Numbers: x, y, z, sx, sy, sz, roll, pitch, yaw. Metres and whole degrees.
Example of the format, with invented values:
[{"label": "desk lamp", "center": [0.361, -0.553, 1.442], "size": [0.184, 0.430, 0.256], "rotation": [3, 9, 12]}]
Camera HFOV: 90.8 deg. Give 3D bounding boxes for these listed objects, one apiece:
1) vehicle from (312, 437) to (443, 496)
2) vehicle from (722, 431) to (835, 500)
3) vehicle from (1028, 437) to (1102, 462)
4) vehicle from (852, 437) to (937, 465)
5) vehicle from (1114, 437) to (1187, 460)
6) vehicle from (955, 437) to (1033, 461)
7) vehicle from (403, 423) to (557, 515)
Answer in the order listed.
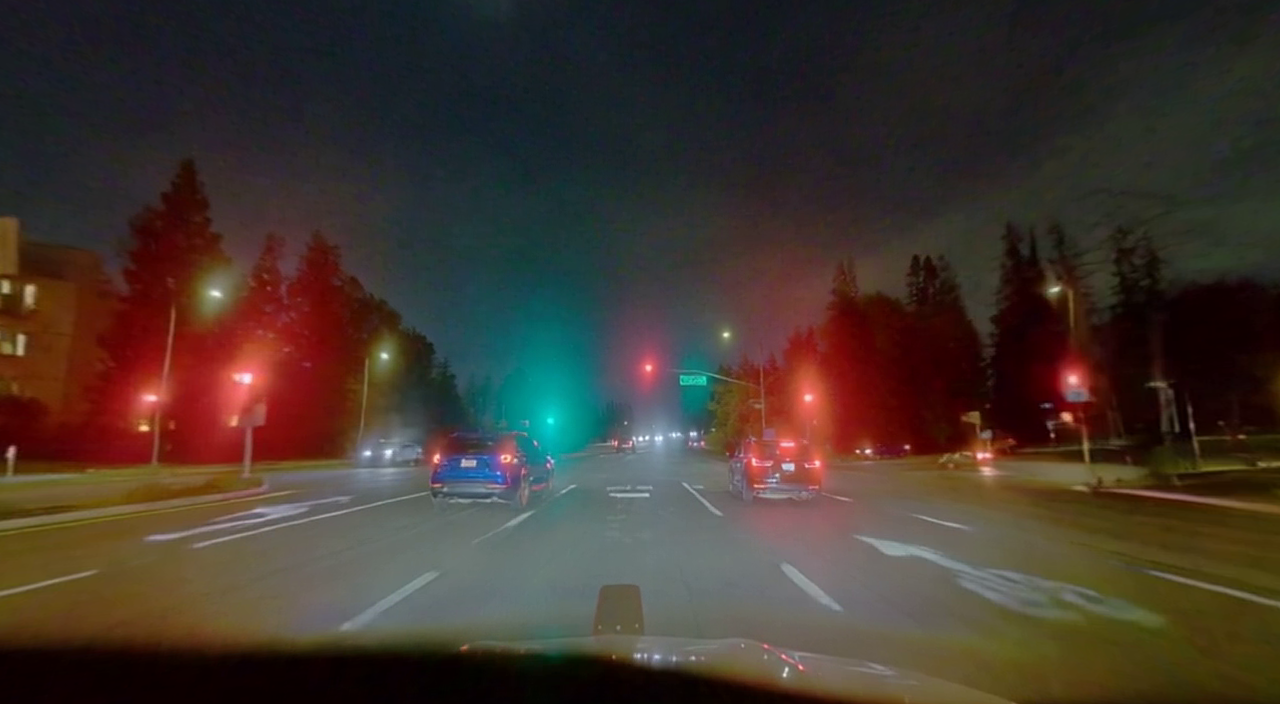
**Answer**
[{"label": "vehicle", "center": [-7.413, 3.260, 18.418], "size": [1.999, 1.465, 4.640], "rotation": [0, -8, -2]}, {"label": "vehicle", "center": [3.647, 3.080, 17.566], "size": [2.132, 1.659, 4.387], "rotation": [0, -8, 0]}, {"label": "vehicle", "center": [31.615, 7.231, 47.021], "size": [4.524, 1.765, 2.086], "rotation": [2, -9, -17]}, {"label": "vehicle", "center": [17.218, 6.690, 42.793], "size": [4.922, 1.630, 2.094], "rotation": [1, -9, -16]}, {"label": "vehicle", "center": [39.936, 7.540, 49.420], "size": [4.662, 1.700, 1.985], "rotation": [3, -9, -18]}, {"label": "vehicle", "center": [25.086, 6.867, 44.799], "size": [4.479, 1.652, 2.174], "rotation": [2, -9, -17]}, {"label": "vehicle", "center": [-3.260, 2.506, 14.039], "size": [2.045, 1.688, 4.632], "rotation": [-1, -8, 2]}]
